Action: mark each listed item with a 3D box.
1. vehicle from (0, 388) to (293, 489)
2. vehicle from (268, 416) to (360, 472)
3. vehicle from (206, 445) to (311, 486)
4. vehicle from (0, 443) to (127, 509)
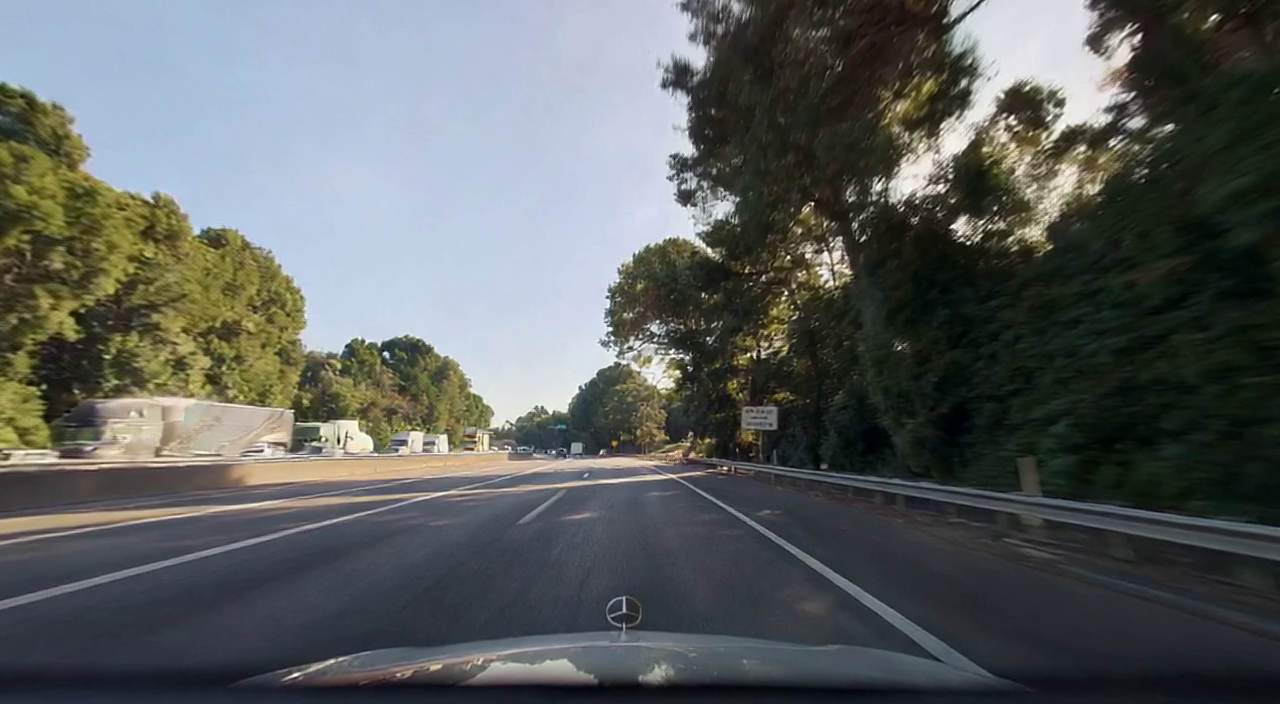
[{"bbox_3d":[-20.797,3.980,28.311,2.982,3.454,13.488,0,-9,-1],"label":"vehicle"},{"bbox_3d":[-21.529,6.028,42.032,2.624,3.302,6.257,3,-7,-1],"label":"vehicle"},{"bbox_3d":[-16.347,4.860,27.308,1.933,1.572,4.367,-1,-9,-2],"label":"vehicle"},{"bbox_3d":[-16.293,3.208,16.606,1.897,1.542,4.336,0,-9,-1],"label":"vehicle"}]
